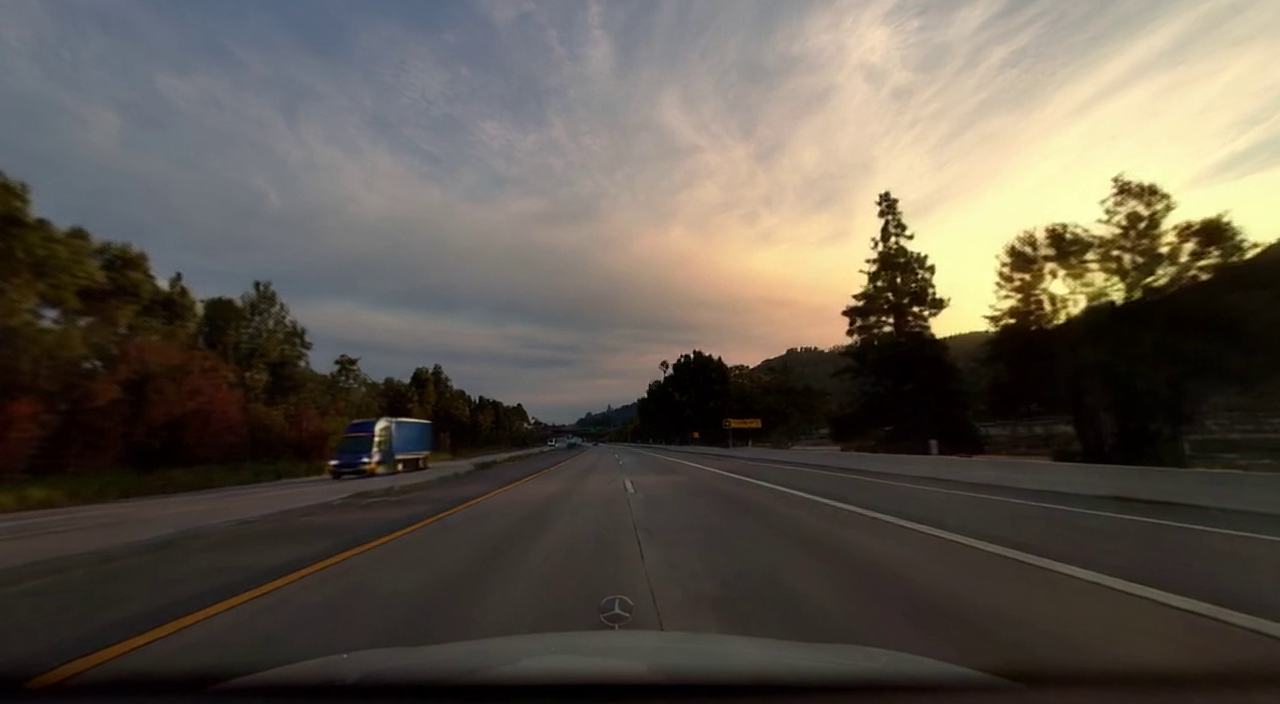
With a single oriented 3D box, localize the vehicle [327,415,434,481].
[{"bbox_3d":[-16.024,6.039,39.921,2.767,3.576,10.408,0,-8,-3],"label":"vehicle"}]
